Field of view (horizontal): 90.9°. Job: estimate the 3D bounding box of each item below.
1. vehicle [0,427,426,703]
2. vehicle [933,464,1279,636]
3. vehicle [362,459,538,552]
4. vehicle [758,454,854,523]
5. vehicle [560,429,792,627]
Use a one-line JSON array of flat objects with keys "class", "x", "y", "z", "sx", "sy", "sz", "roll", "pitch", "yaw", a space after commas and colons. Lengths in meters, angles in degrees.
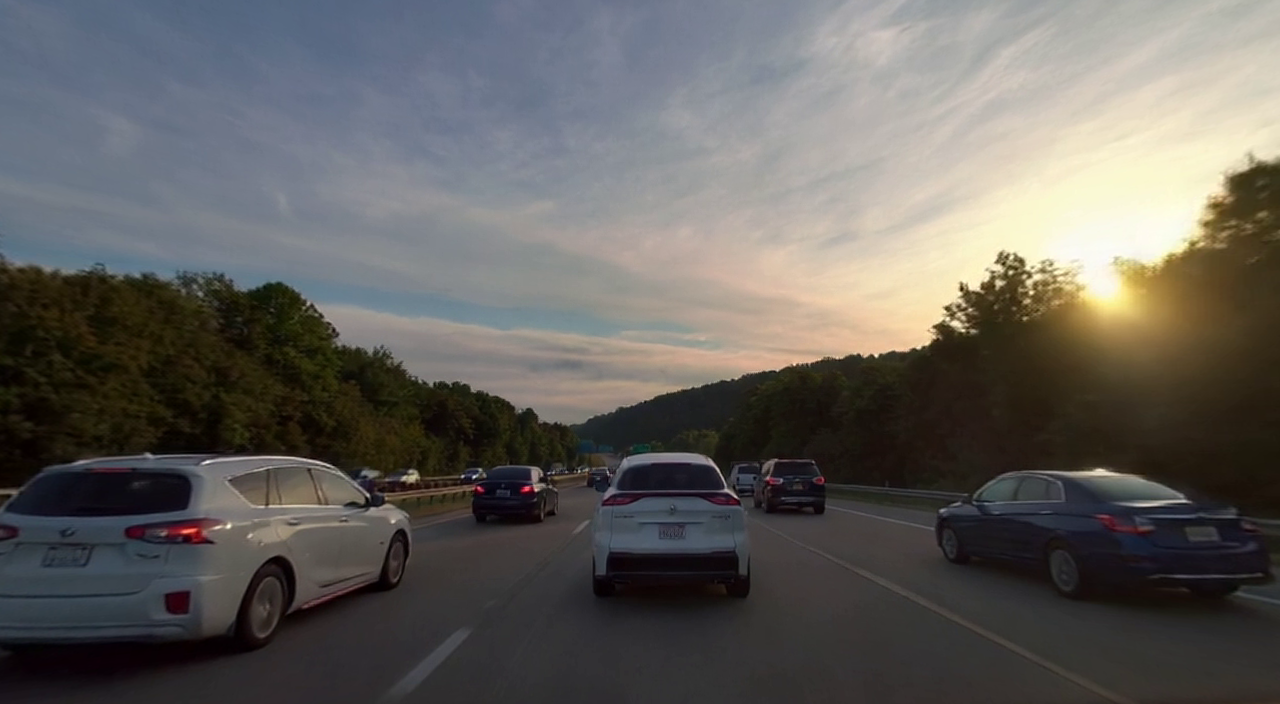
[{"class": "vehicle", "x": -3.785, "y": 1.624, "z": 5.833, "sx": 1.994, "sy": 1.556, "sz": 4.263, "roll": 0, "pitch": -11, "yaw": 1}, {"class": "vehicle", "x": 5.578, "y": 2.126, "z": 7.685, "sx": 1.919, "sy": 1.437, "sz": 4.436, "roll": 1, "pitch": -11, "yaw": 1}, {"class": "vehicle", "x": -3.559, "y": 2.997, "z": 12.878, "sx": 1.960, "sy": 1.502, "sz": 4.593, "roll": 0, "pitch": -11, "yaw": 3}, {"class": "vehicle", "x": 5.054, "y": 4.217, "z": 19.840, "sx": 1.984, "sy": 1.876, "sz": 4.287, "roll": 0, "pitch": -11, "yaw": 2}, {"class": "vehicle", "x": 0.341, "y": 1.958, "z": 7.770, "sx": 2.057, "sy": 1.725, "sz": 4.126, "roll": 1, "pitch": -11, "yaw": 0}]
